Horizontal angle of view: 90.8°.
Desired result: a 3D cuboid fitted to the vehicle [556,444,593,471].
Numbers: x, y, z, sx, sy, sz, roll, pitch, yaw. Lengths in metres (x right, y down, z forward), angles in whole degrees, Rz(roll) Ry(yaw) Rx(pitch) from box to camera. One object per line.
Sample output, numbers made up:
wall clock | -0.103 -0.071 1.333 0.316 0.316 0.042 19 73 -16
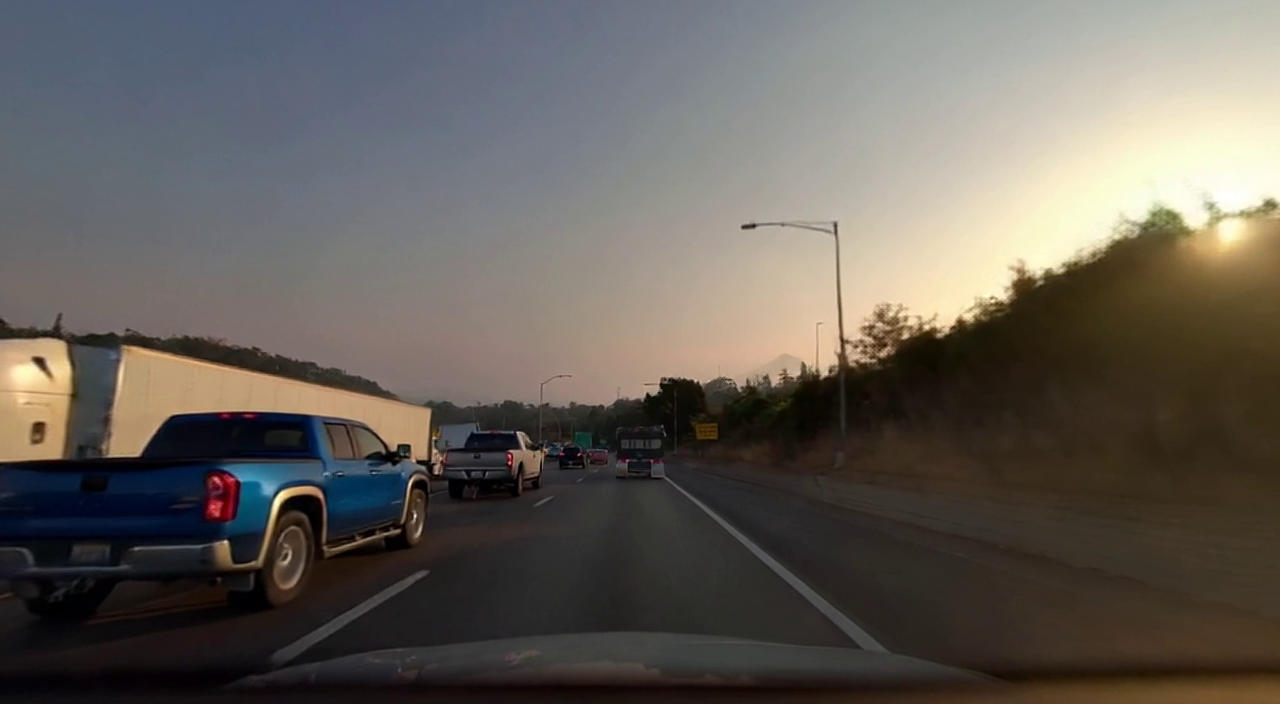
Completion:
vehicle | -4.895 7.989 48.072 2.329 1.859 4.823 0 -9 0

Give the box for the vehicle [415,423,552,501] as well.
vehicle | -4.379 3.221 18.987 2.575 1.958 5.730 0 -9 1

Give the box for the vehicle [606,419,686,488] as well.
vehicle | 0.081 4.246 26.741 2.886 2.471 7.692 0 -8 -2

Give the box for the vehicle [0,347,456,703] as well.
vehicle | -3.587 1.261 5.658 2.303 1.835 5.044 0 -8 0
